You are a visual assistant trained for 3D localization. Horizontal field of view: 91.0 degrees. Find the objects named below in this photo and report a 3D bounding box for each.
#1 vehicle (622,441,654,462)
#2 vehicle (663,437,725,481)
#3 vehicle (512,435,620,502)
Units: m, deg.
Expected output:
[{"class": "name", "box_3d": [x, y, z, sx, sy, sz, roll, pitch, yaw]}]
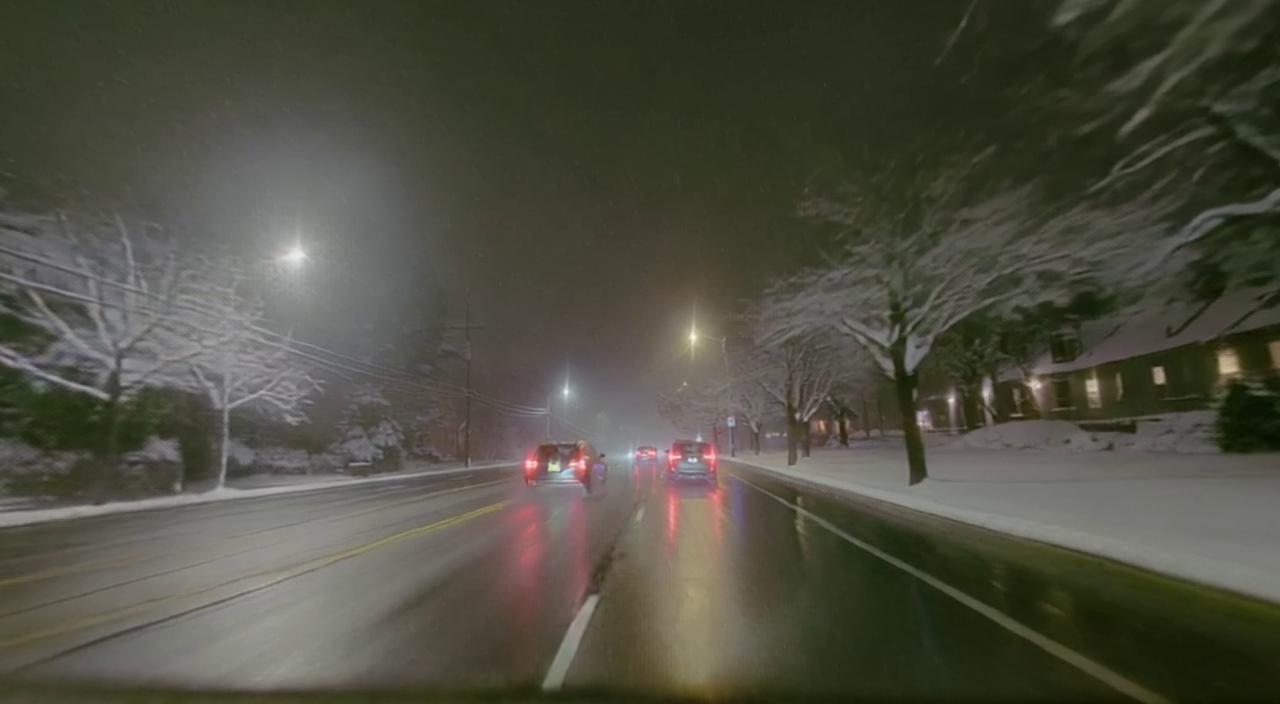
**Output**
[{"class": "vehicle", "box_3d": [-0.105, 7.270, 46.171, 2.114, 1.500, 3.912, -1, -8, 3]}, {"class": "vehicle", "box_3d": [1.924, 3.931, 23.392, 2.065, 1.456, 4.099, -1, -8, 2]}, {"class": "vehicle", "box_3d": [-1.741, 2.955, 16.424, 2.030, 1.467, 4.403, -1, -8, 3]}]
